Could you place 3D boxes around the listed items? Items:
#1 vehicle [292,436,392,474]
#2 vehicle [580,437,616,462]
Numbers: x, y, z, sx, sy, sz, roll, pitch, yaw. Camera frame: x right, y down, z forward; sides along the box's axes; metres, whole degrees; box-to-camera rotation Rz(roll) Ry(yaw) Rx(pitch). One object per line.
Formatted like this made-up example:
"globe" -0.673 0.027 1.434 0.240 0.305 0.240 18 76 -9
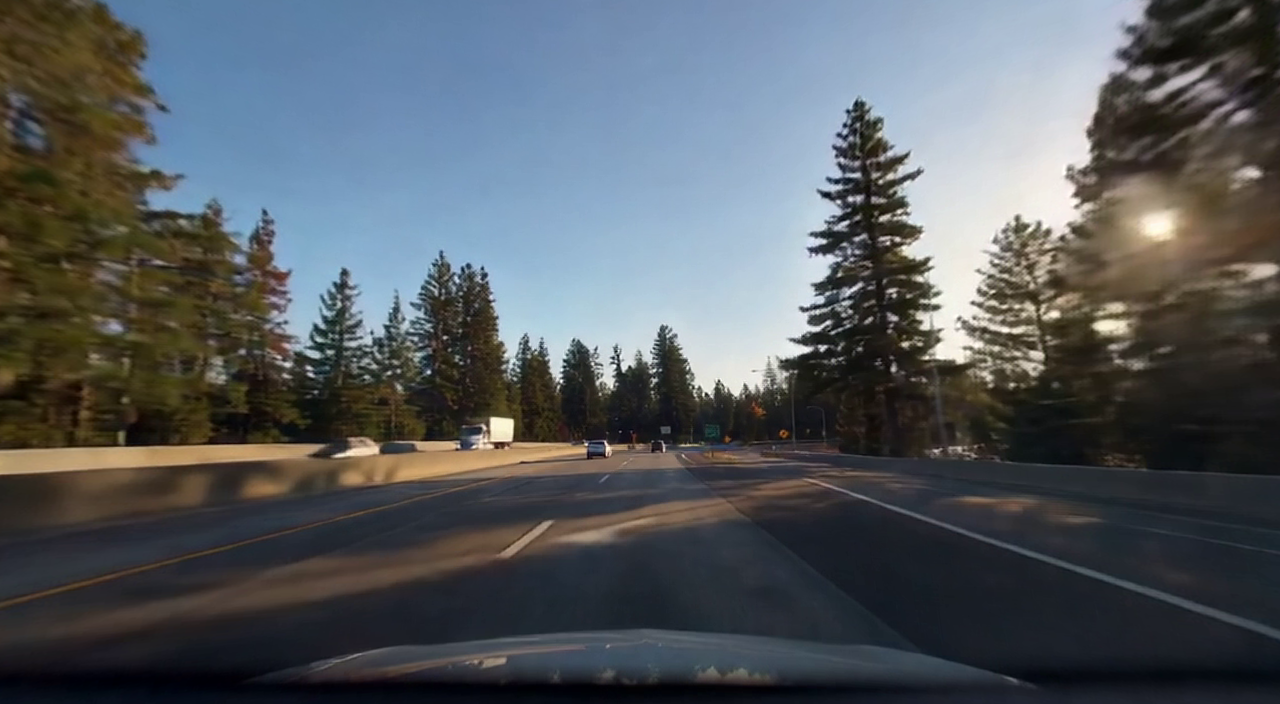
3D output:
"vehicle" -13.095 4.556 28.069 2.059 1.527 4.706 0 -8 1
"vehicle" -3.007 7.084 46.009 2.129 1.742 4.217 -1 -8 3
